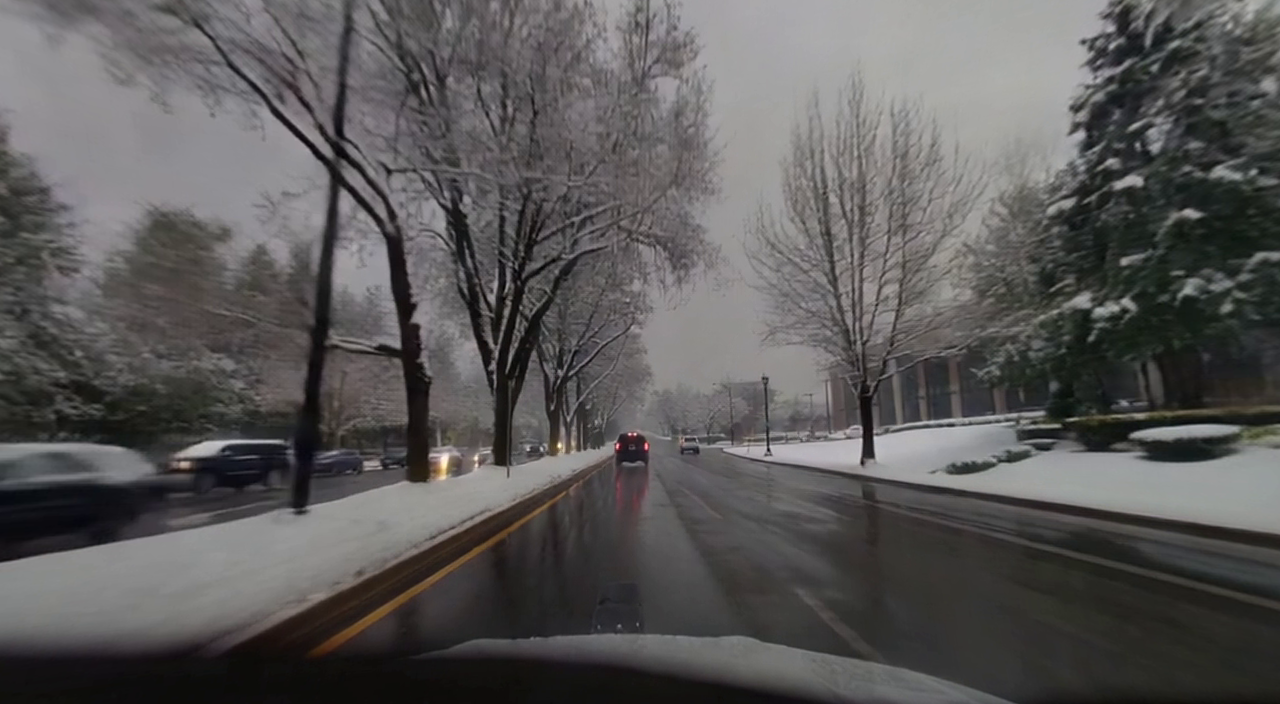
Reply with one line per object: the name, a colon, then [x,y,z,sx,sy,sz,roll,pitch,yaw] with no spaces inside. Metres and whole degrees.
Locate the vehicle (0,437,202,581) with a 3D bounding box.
vehicle: [-7.634,1.748,7.330,1.964,1.478,4.368,0,-9,0]

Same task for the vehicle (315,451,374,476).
vehicle: [-18.502,6.981,39.776,1.796,1.499,4.068,0,-9,-1]

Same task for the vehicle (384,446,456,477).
vehicle: [-11.391,5.692,33.106,2.013,1.460,4.902,0,-9,0]

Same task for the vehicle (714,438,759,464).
vehicle: [6.926,7.200,45.933,2.364,1.781,4.854,0,-9,-1]

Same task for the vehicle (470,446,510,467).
vehicle: [-10.732,7.495,45.475,1.950,1.438,4.343,0,-9,-2]

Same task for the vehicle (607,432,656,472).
vehicle: [-0.450,5.334,33.879,2.411,1.937,5.186,0,-9,-1]
